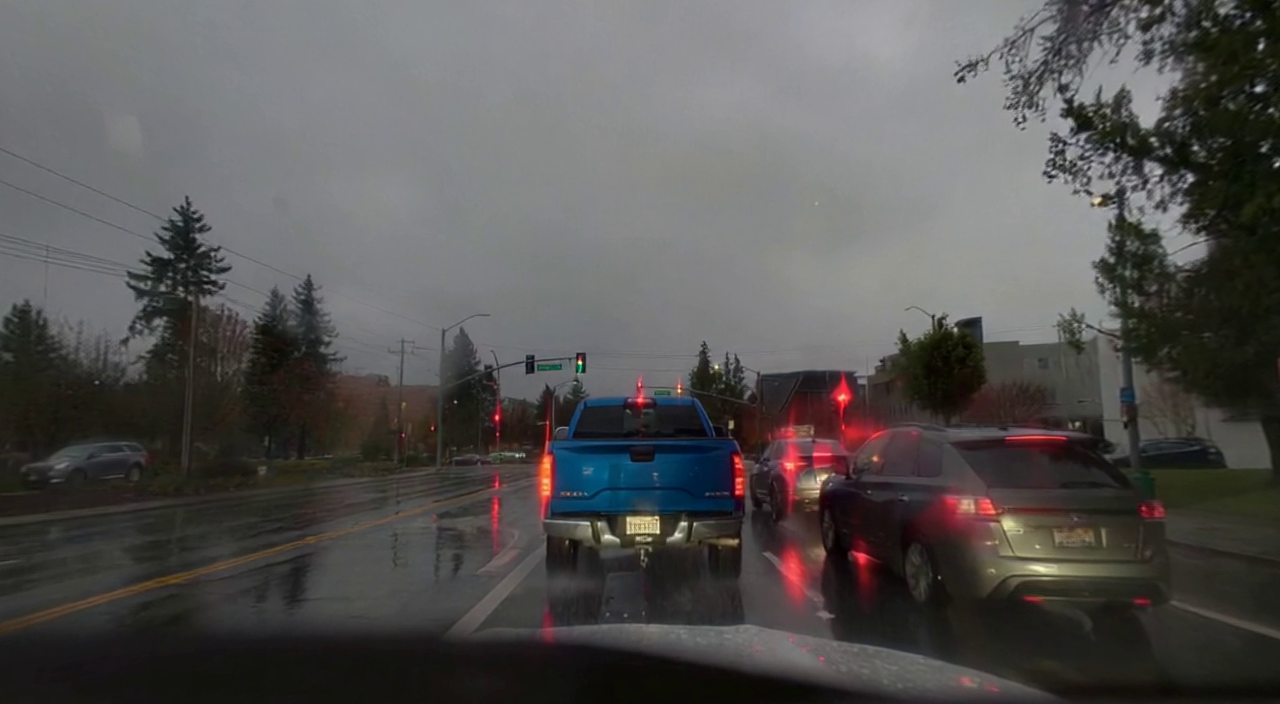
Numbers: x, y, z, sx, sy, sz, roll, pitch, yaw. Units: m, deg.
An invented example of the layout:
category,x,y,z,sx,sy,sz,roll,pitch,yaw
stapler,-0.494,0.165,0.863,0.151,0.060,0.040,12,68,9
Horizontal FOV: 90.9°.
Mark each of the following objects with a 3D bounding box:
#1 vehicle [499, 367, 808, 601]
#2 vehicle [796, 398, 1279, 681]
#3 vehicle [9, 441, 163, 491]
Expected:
category,x,y,z,sx,sy,sz,roll,pitch,yaw
vehicle,0.127,1.529,8.206,2.636,2.011,5.425,0,-8,0
vehicle,3.326,1.492,6.387,2.155,1.667,5.162,0,-8,0
vehicle,-21.758,4.463,25.066,2.062,1.764,4.508,0,-8,-2
